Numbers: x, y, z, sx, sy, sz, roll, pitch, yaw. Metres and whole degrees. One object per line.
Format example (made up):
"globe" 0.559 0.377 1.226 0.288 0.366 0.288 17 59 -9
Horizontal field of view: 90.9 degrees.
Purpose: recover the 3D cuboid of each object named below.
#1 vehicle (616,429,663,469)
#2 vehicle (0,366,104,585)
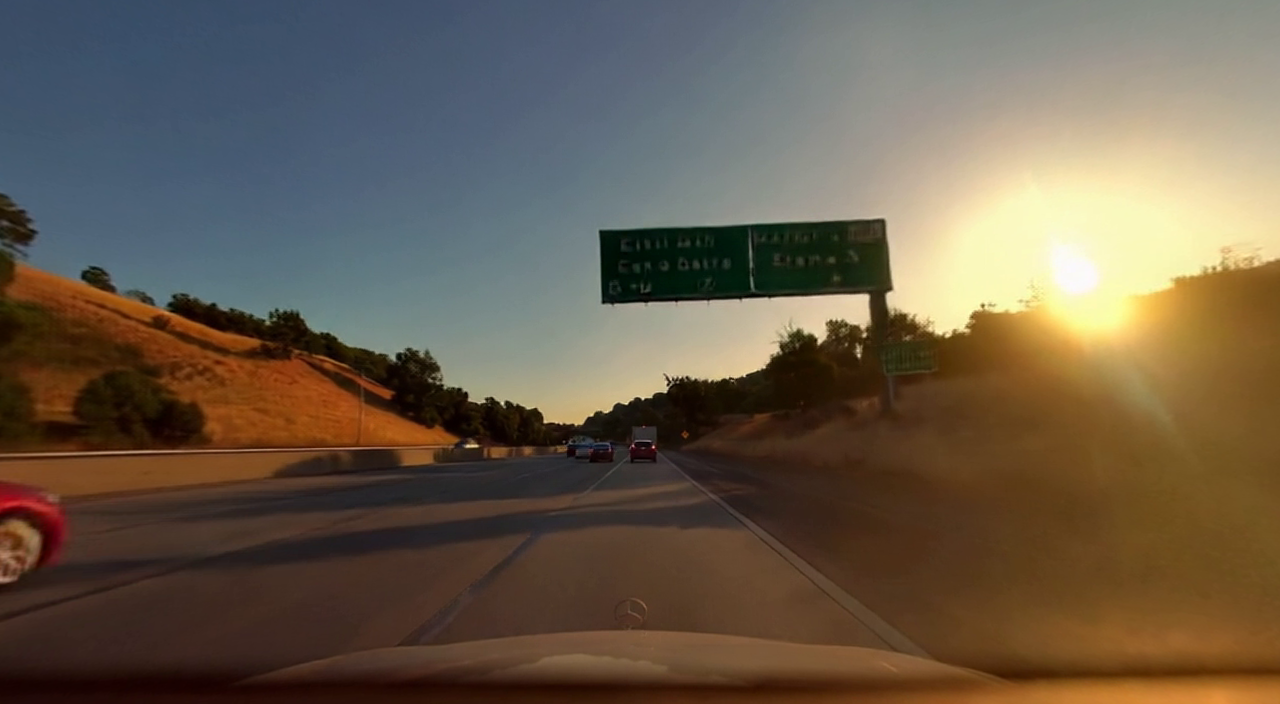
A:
"vehicle" -0.014 5.154 33.668 2.309 1.915 5.130 0 -8 0
"vehicle" -6.910 0.840 3.800 2.323 1.947 5.672 0 -8 0
